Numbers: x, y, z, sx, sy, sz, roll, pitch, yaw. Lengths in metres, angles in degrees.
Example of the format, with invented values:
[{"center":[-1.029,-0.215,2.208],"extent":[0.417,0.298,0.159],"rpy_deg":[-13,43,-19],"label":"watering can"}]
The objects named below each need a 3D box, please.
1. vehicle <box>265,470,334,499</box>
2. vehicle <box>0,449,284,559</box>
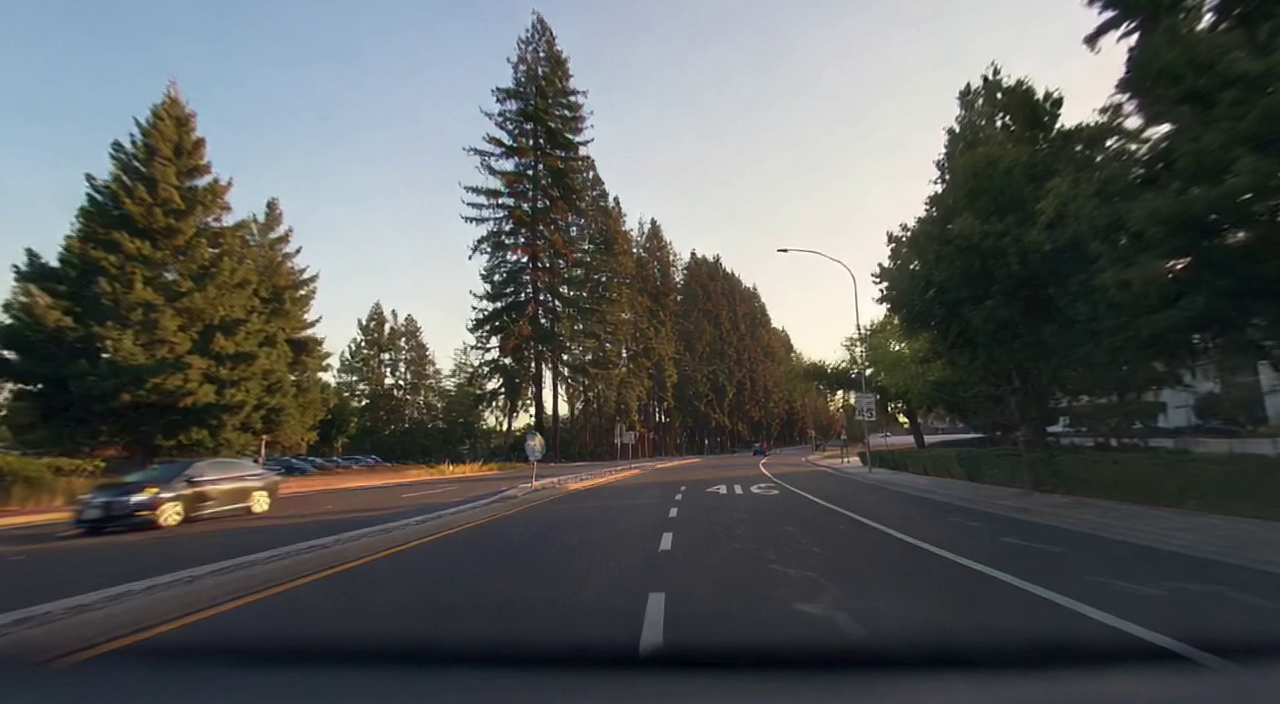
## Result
[{"center":[-23.829,9.272,44.397],"extent":[1.911,1.583,4.279],"rpy_deg":[-8,-10,12],"label":"vehicle"},{"center":[-9.162,2.666,11.925],"extent":[1.995,1.639,4.313],"rpy_deg":[-1,-9,7],"label":"vehicle"}]
